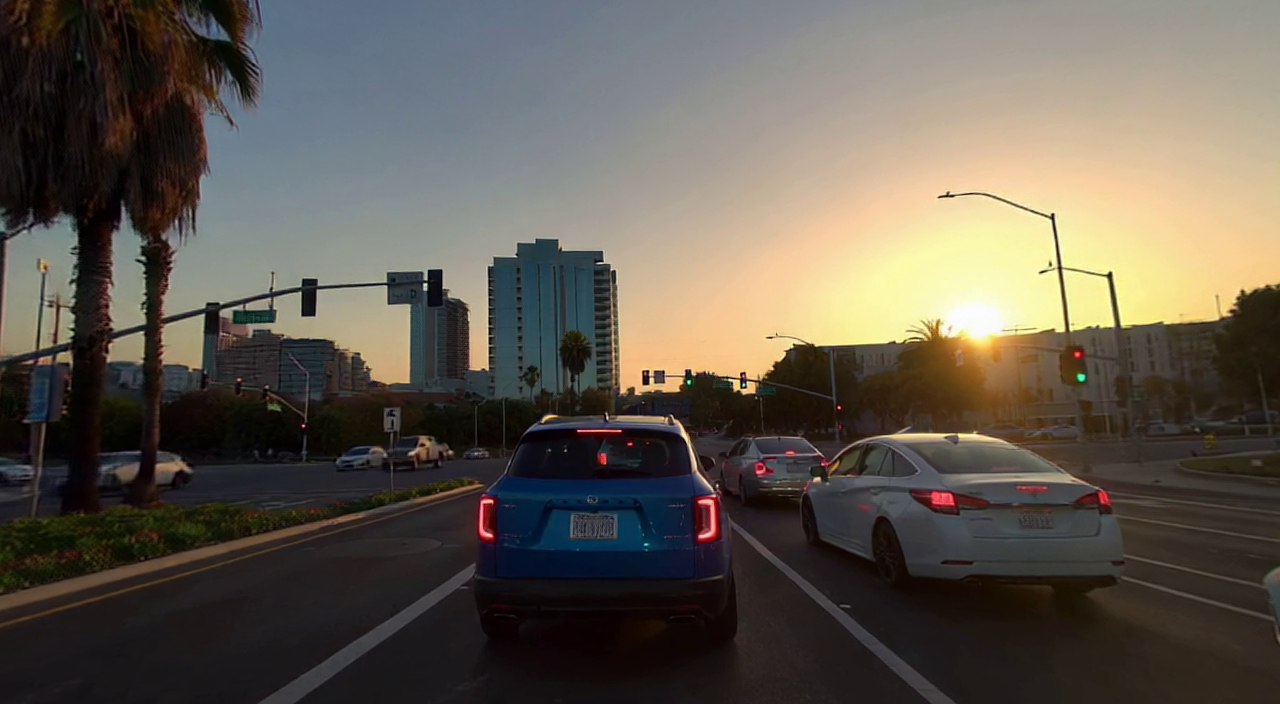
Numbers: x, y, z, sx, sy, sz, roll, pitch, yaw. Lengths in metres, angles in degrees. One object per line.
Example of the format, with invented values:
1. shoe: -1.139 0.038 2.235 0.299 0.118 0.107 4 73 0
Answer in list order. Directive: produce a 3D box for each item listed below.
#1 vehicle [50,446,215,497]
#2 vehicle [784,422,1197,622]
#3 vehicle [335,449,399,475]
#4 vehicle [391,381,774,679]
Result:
1. vehicle: -19.764 4.623 24.882 2.119 1.786 5.252 0 -9 0
2. vehicle: 3.128 1.602 6.974 1.971 1.473 4.495 0 -8 0
3. vehicle: -16.798 6.767 38.913 1.951 1.500 4.372 0 -9 1
4. vehicle: -0.327 1.314 5.684 2.172 1.694 4.055 0 -8 0
